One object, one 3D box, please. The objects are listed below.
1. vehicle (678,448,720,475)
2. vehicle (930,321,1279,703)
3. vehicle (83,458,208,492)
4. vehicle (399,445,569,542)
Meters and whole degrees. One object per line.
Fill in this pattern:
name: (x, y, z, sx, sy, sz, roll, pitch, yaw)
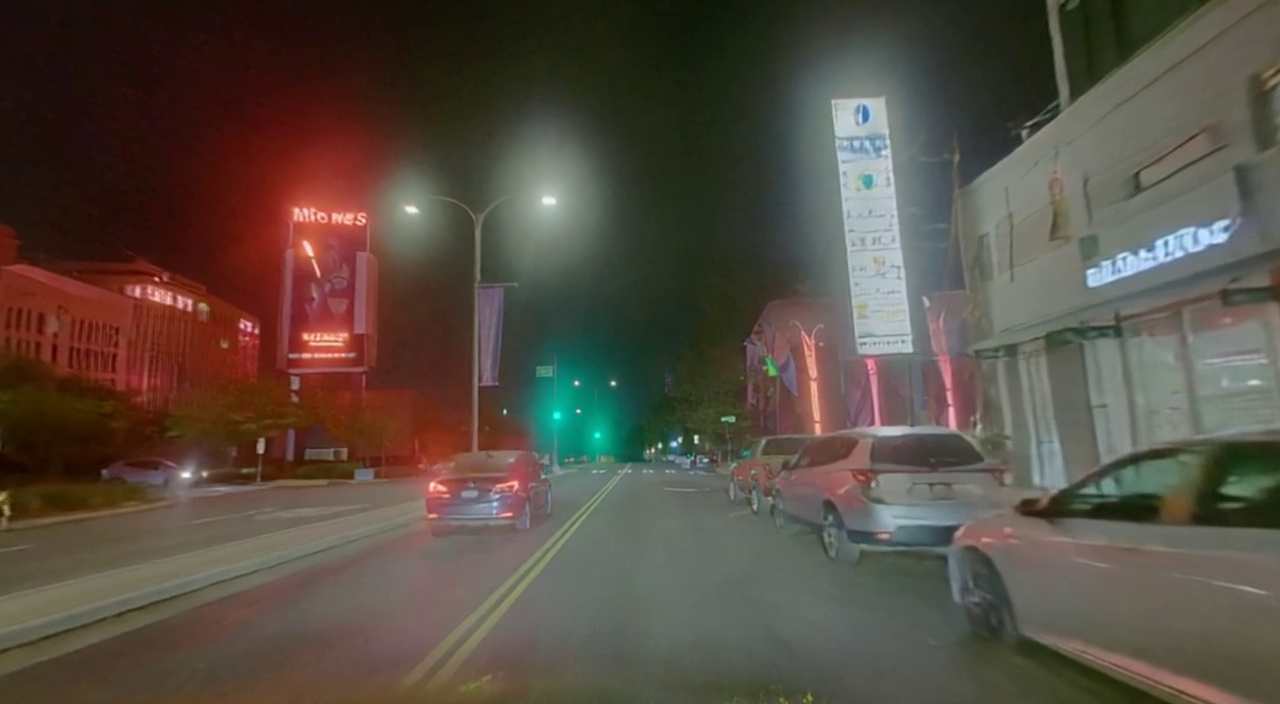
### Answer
vehicle: (3.406, 6.416, 37.223, 1.950, 1.462, 4.807, 0, -8, -1)
vehicle: (3.169, 0.842, 2.359, 2.086, 1.792, 4.608, -1, -9, 2)
vehicle: (-23.686, 5.875, 30.291, 4.358, 1.522, 1.970, -1, -8, 3)
vehicle: (-2.607, 2.465, 11.759, 2.030, 1.436, 4.388, 0, -8, 0)
